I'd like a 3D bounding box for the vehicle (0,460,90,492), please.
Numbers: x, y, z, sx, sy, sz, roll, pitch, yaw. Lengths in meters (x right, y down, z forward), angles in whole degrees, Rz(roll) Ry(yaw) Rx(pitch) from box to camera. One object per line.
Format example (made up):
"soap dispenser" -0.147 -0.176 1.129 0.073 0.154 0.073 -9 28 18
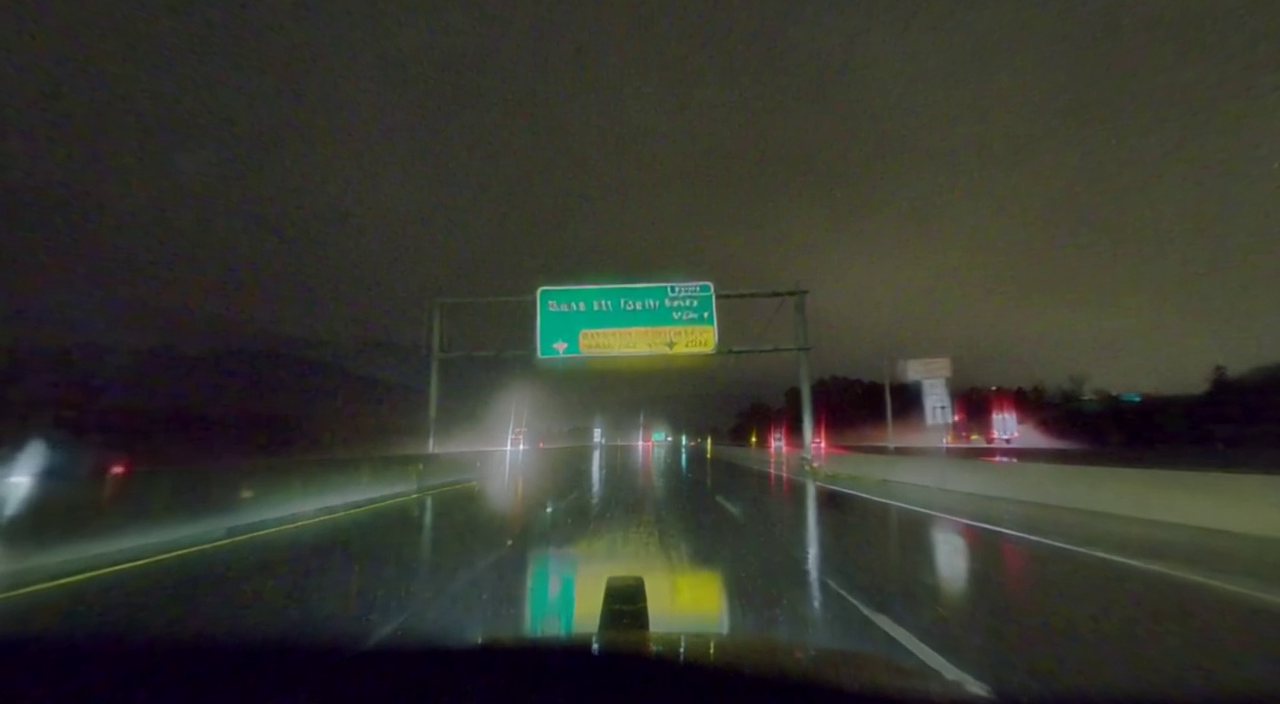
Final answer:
"vehicle" -29.763 6.119 31.217 1.623 1.397 3.567 0 -8 0
